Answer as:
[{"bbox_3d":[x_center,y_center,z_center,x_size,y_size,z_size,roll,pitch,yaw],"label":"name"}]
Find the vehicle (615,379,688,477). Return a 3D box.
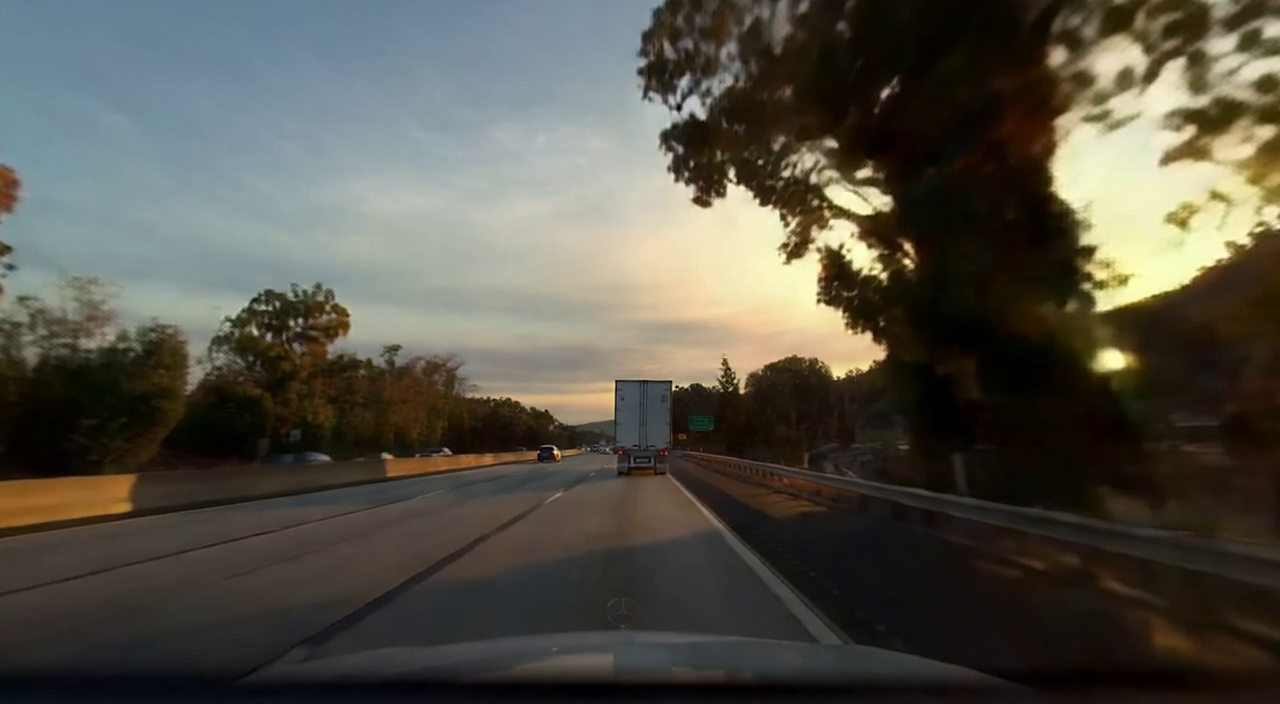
[{"bbox_3d":[0.380,4.032,32.264,3.052,4.132,11.336,0,-9,-1],"label":"vehicle"}]

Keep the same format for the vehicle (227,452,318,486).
[{"bbox_3d":[-18.061,5.726,31.174,1.805,1.520,4.389,0,-9,1],"label":"vehicle"}]
